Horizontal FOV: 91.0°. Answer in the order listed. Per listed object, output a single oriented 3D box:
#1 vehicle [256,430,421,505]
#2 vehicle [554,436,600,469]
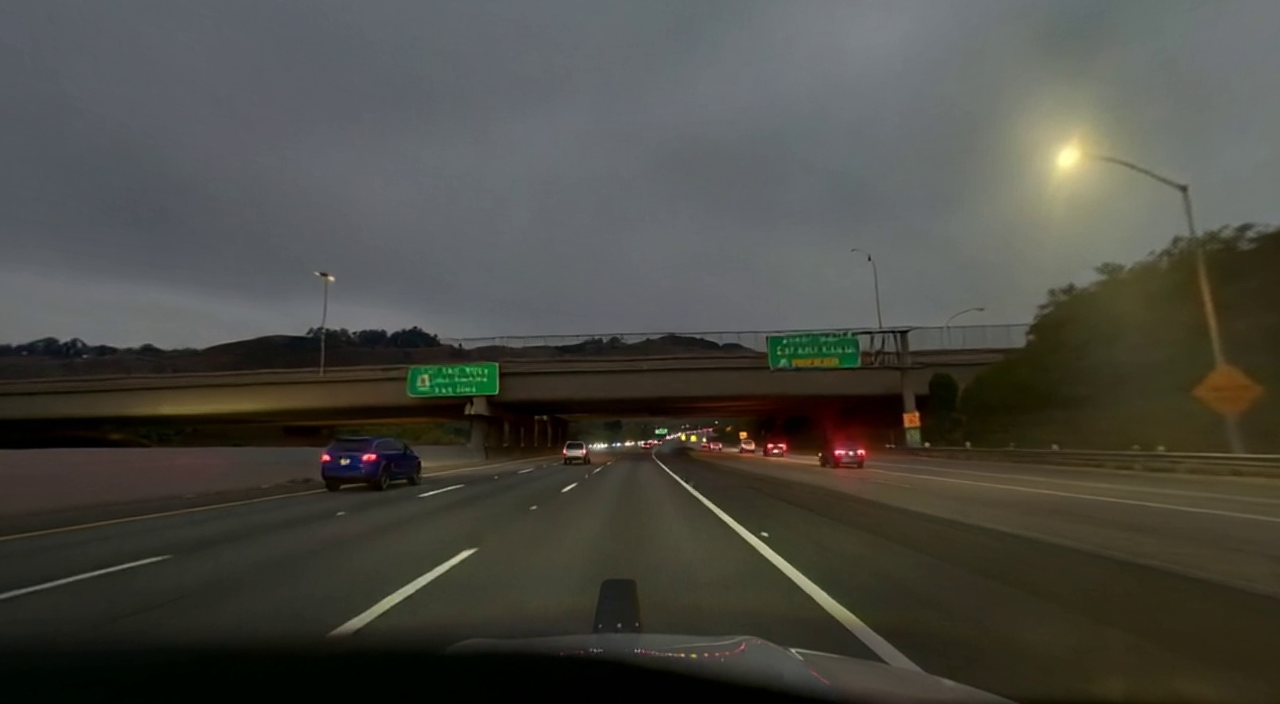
[{"bbox_3d":[-7.766,3.016,16.886,2.092,1.712,4.627,0,-8,0],"label":"vehicle"},{"bbox_3d":[-3.694,6.028,37.841,2.144,1.847,4.850,0,-8,1],"label":"vehicle"}]
